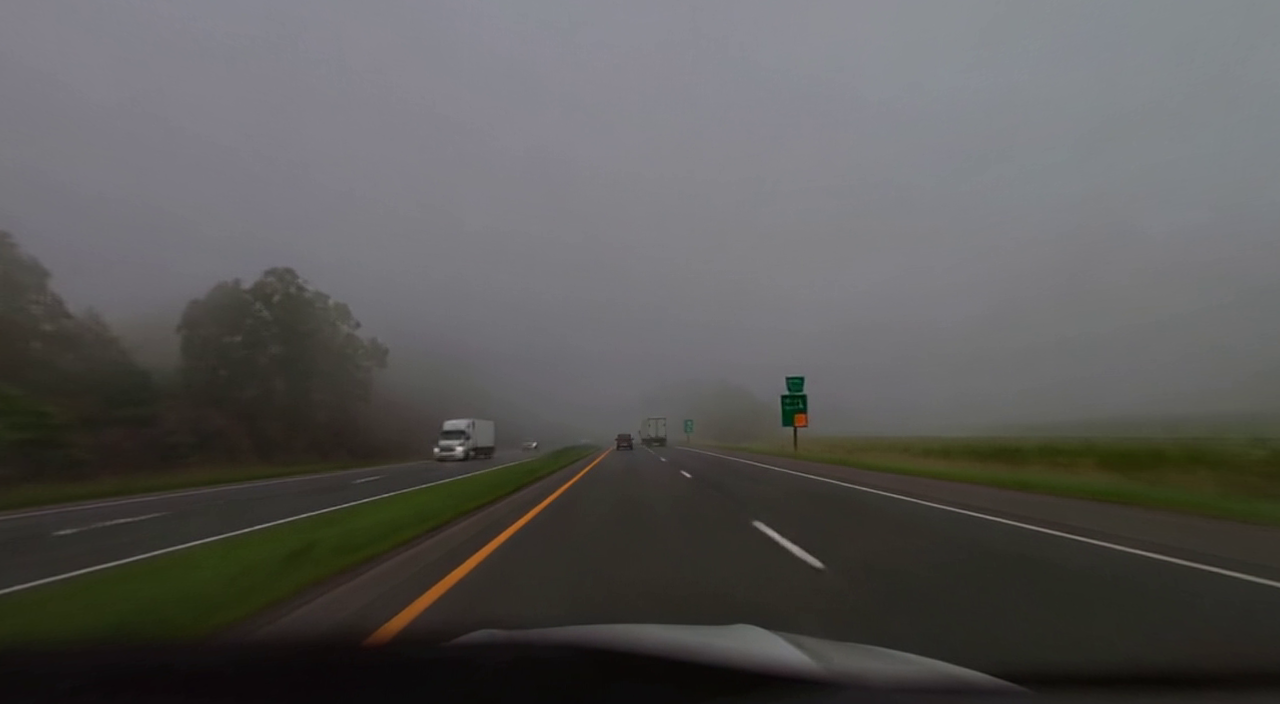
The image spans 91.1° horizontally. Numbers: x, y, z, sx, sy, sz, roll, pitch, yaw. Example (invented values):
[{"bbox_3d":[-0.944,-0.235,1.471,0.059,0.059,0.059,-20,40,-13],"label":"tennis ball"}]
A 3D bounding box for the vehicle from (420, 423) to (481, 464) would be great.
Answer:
[{"bbox_3d":[-12.948,6.262,43.411,2.337,2.633,5.925,0,-8,0],"label":"vehicle"}]
